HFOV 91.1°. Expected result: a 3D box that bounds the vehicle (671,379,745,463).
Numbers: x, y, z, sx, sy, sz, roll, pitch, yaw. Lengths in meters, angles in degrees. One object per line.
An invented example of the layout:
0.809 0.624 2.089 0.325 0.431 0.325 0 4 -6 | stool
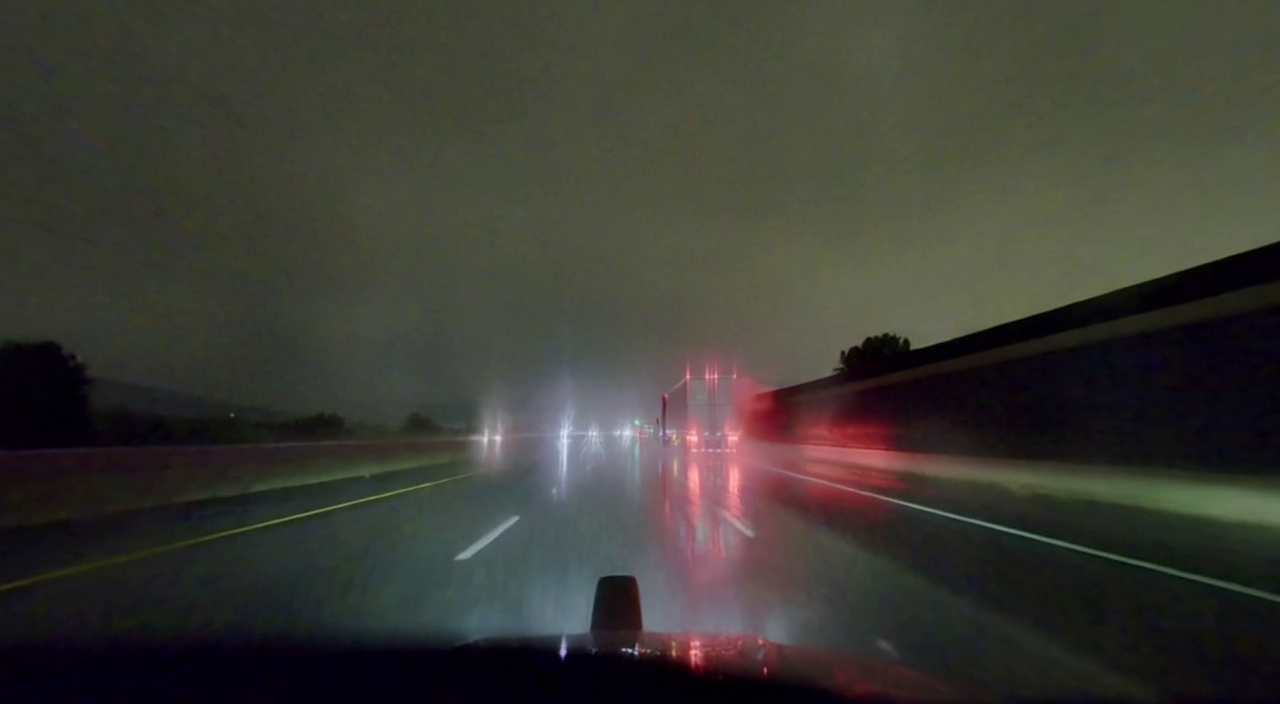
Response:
3.428 3.878 34.275 2.859 3.981 8.596 0 -8 -1 | vehicle
